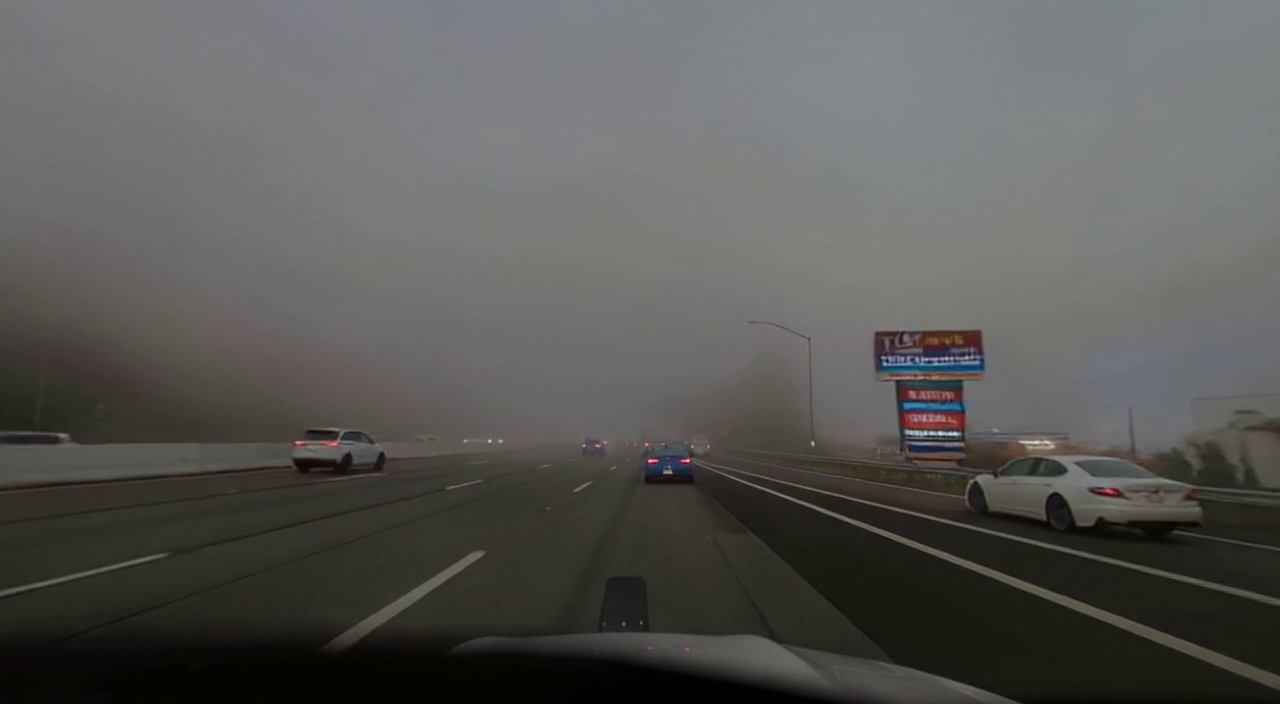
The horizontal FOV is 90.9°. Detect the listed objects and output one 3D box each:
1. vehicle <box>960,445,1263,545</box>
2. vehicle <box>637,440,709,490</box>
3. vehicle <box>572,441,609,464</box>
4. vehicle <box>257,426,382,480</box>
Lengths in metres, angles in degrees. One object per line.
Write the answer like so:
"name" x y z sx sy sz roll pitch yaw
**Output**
"vehicle" 8.039 2.426 11.462 2.030 1.442 4.358 0 -8 -2
"vehicle" 0.957 3.619 20.566 2.113 1.464 4.073 0 -8 0
"vehicle" -3.368 6.917 43.734 2.047 1.497 4.208 0 -8 2
"vehicle" -10.957 3.486 22.001 1.950 1.664 4.403 0 -8 1
